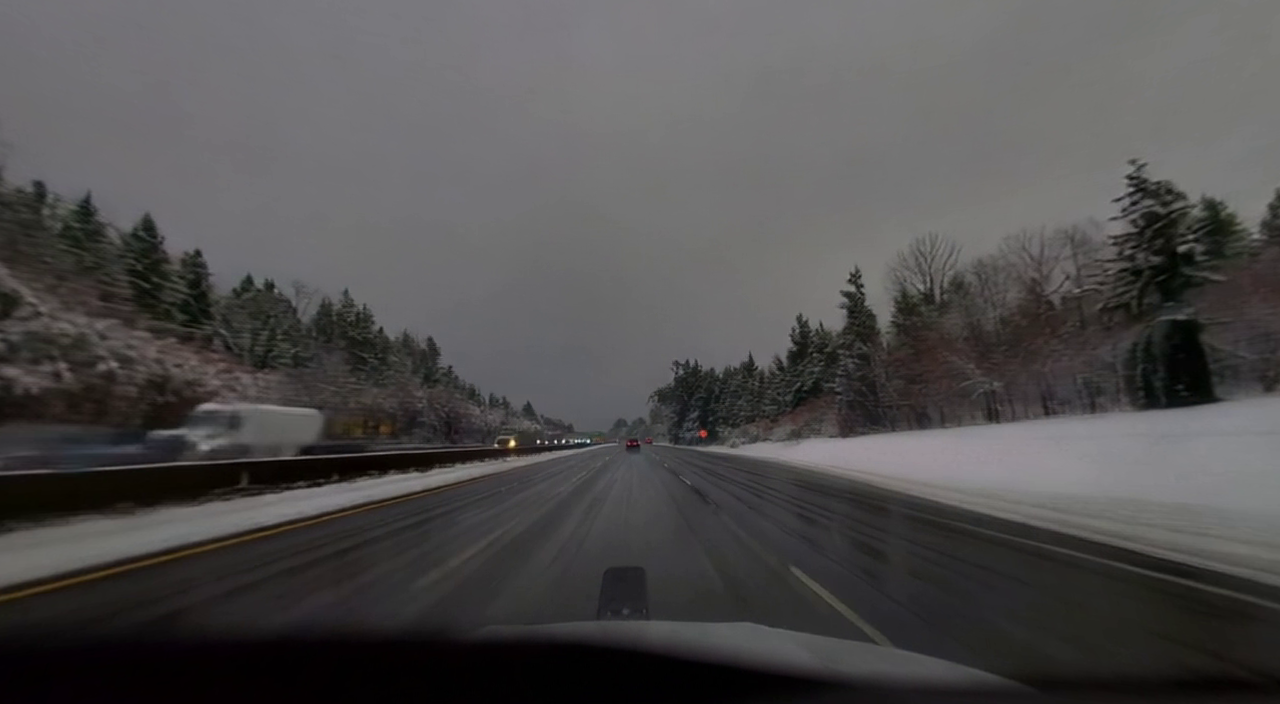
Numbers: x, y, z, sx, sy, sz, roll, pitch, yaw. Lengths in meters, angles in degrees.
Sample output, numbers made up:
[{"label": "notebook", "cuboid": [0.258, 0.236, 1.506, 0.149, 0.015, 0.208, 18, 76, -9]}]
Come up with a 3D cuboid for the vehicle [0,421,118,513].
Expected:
[{"label": "vehicle", "cuboid": [-11.432, 1.873, 10.229, 1.904, 1.504, 4.525, 0, -8, 1]}]
